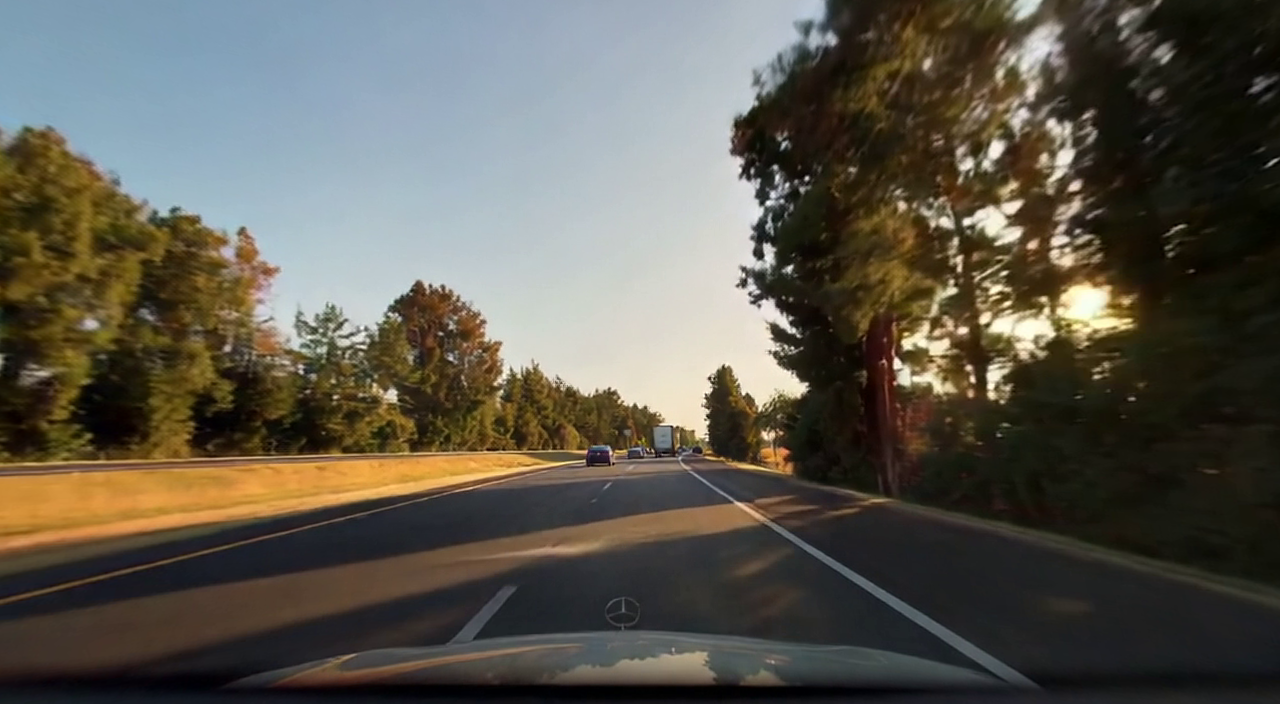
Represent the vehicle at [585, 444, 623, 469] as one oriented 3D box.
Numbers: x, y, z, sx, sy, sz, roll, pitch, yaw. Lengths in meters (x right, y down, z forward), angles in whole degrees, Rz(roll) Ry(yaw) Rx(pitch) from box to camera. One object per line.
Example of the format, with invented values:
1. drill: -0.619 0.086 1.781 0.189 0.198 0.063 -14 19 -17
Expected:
1. vehicle: -2.315 6.842 41.377 2.199 1.555 4.451 0 -9 1
